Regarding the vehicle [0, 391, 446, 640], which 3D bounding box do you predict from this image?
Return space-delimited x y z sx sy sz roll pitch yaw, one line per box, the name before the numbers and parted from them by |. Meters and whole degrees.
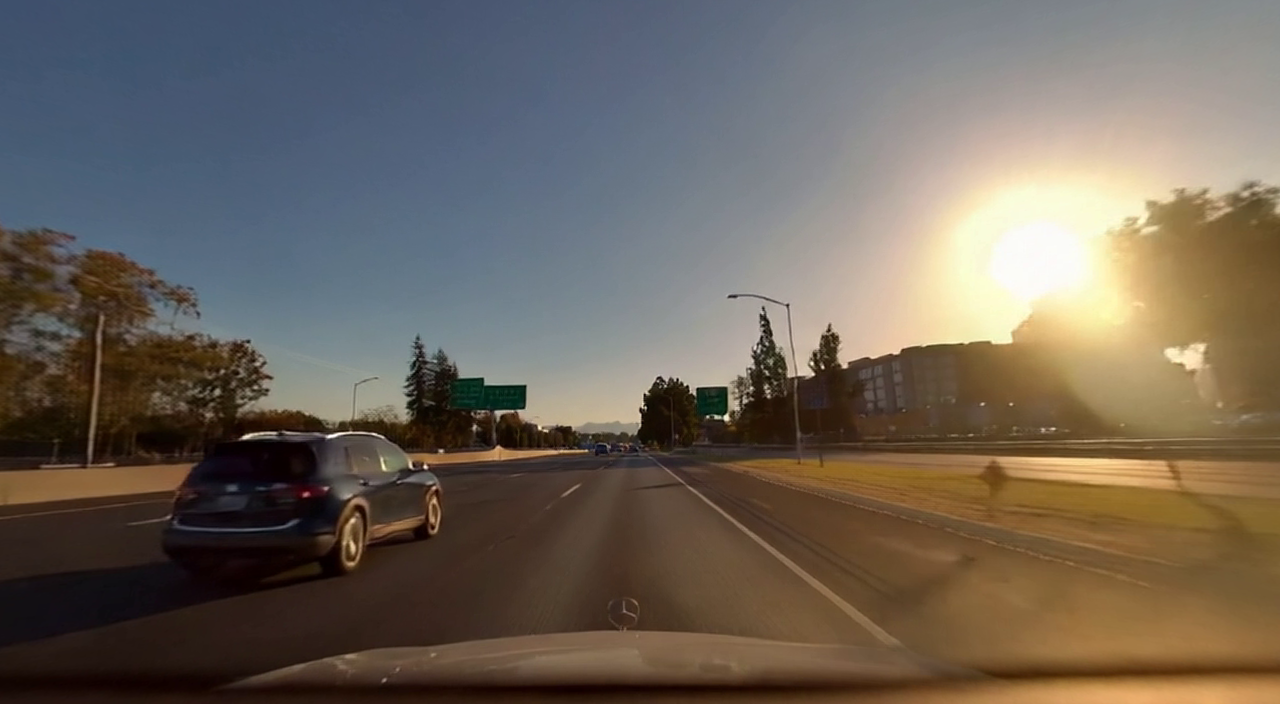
vehicle | -3.950 1.518 6.953 2.150 1.761 4.697 0 -8 0
